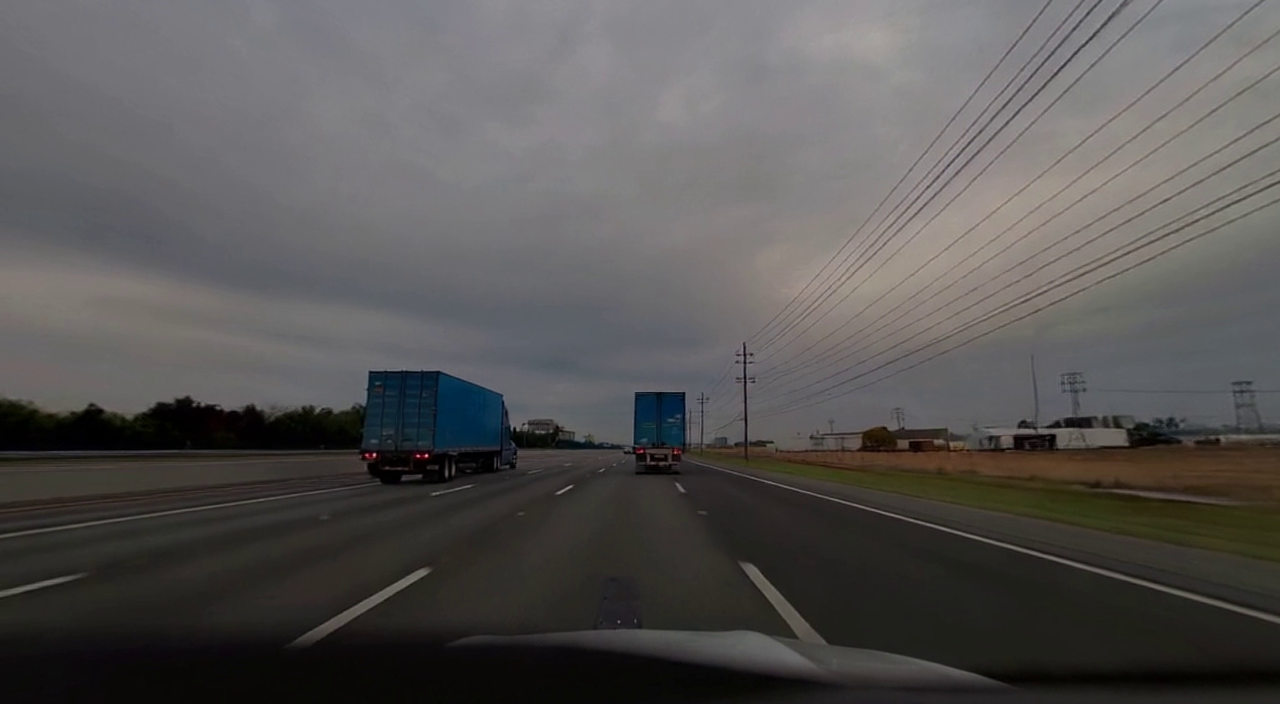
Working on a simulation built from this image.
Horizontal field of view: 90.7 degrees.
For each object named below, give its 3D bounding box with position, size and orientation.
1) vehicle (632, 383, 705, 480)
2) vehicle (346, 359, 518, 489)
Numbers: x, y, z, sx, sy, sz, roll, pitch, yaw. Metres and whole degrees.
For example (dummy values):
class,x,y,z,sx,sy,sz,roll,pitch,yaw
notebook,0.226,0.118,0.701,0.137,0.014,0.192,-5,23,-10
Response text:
class,x,y,z,sx,sy,sz,roll,pitch,yaw
vehicle,1.147,3.906,30.331,2.858,3.847,10.034,0,-9,0
vehicle,-7.464,3.035,25.089,2.937,3.981,11.119,-1,-8,1
